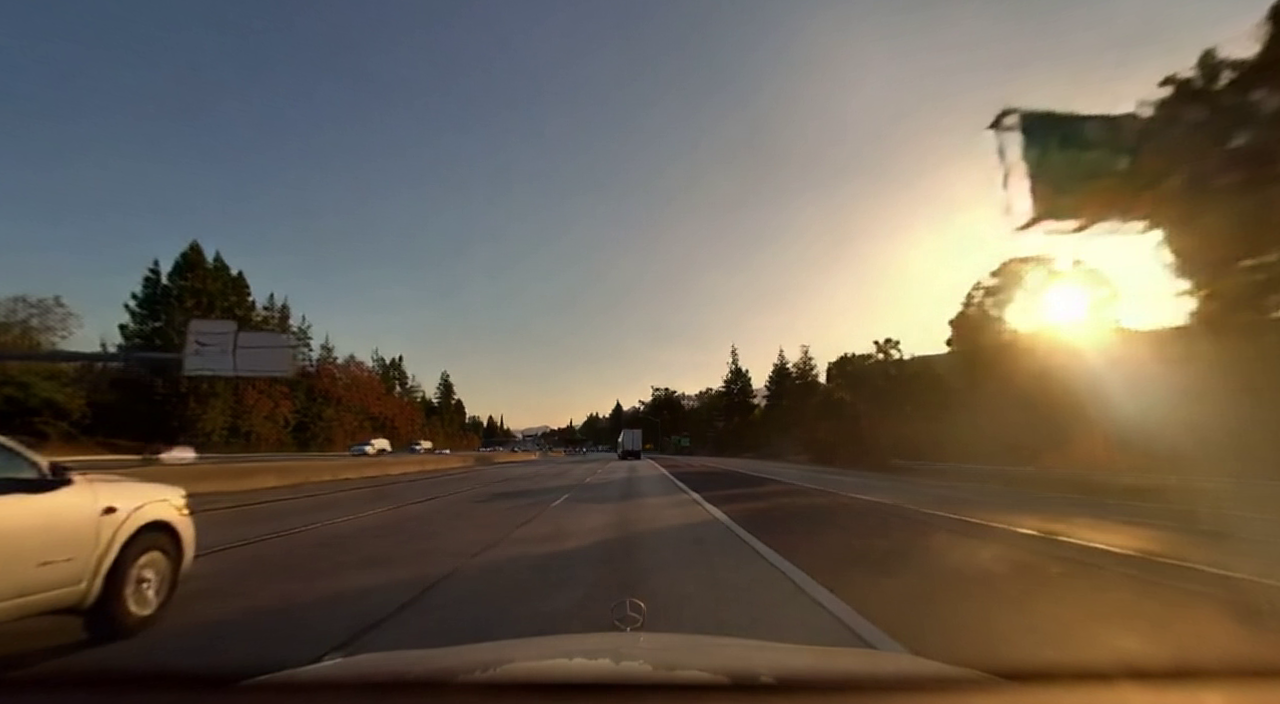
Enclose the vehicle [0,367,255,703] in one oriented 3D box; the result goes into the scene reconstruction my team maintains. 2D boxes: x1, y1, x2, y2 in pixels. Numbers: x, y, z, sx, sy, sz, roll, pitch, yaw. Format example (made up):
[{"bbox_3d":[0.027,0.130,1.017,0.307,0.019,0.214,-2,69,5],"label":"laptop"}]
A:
[{"bbox_3d":[-4.203,0.842,2.288,2.316,1.731,5.126,0,-8,0],"label":"vehicle"}]
